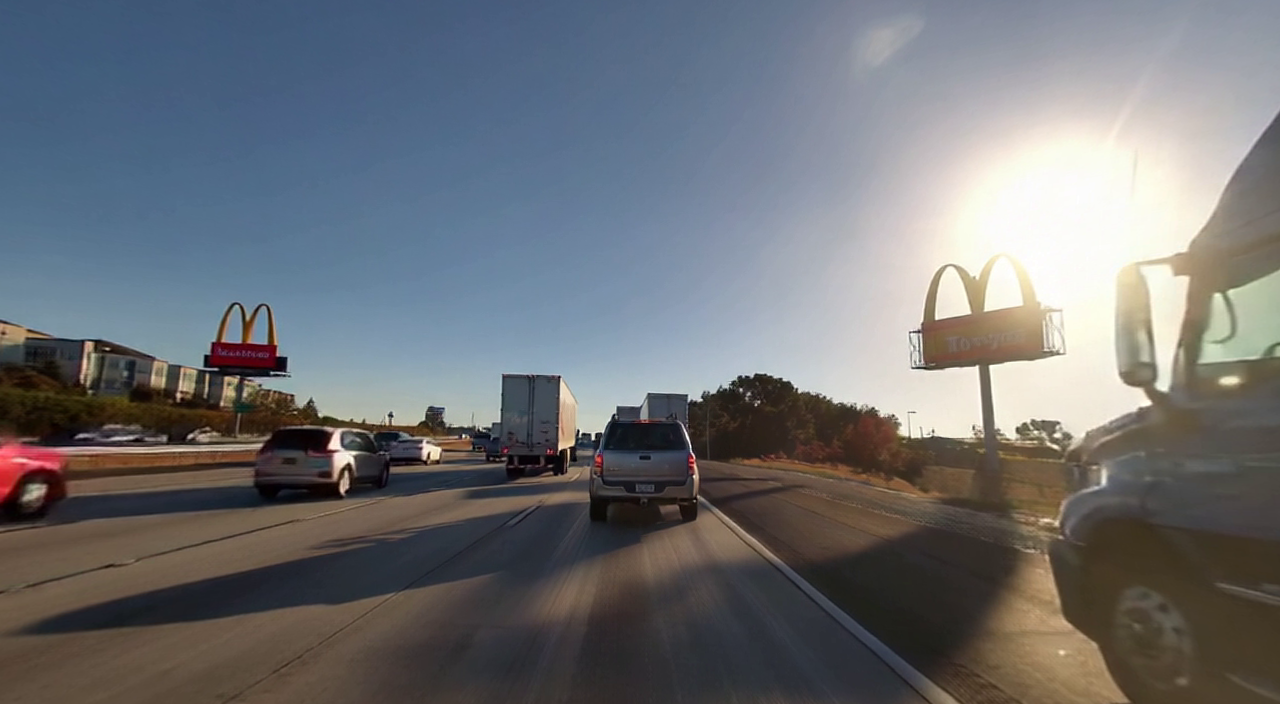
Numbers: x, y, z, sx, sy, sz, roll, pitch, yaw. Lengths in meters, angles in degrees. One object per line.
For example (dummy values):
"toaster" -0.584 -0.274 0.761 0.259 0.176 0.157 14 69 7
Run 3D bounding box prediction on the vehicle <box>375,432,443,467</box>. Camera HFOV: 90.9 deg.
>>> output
"vehicle" -12.103 5.156 33.412 1.915 1.710 4.670 0 -9 -2

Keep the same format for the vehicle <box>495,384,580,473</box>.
"vehicle" -4.473 3.674 29.376 2.814 3.513 8.529 0 -9 -2

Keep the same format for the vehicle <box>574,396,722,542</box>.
"vehicle" 0.064 1.838 10.394 1.947 1.910 4.040 0 -9 -1

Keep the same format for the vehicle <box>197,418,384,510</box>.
"vehicle" -7.551 2.461 14.211 1.854 1.740 4.151 0 -9 -1

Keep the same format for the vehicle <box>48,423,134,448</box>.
"vehicle" -33.419 5.136 38.570 1.500 1.465 4.264 0 -9 -2
